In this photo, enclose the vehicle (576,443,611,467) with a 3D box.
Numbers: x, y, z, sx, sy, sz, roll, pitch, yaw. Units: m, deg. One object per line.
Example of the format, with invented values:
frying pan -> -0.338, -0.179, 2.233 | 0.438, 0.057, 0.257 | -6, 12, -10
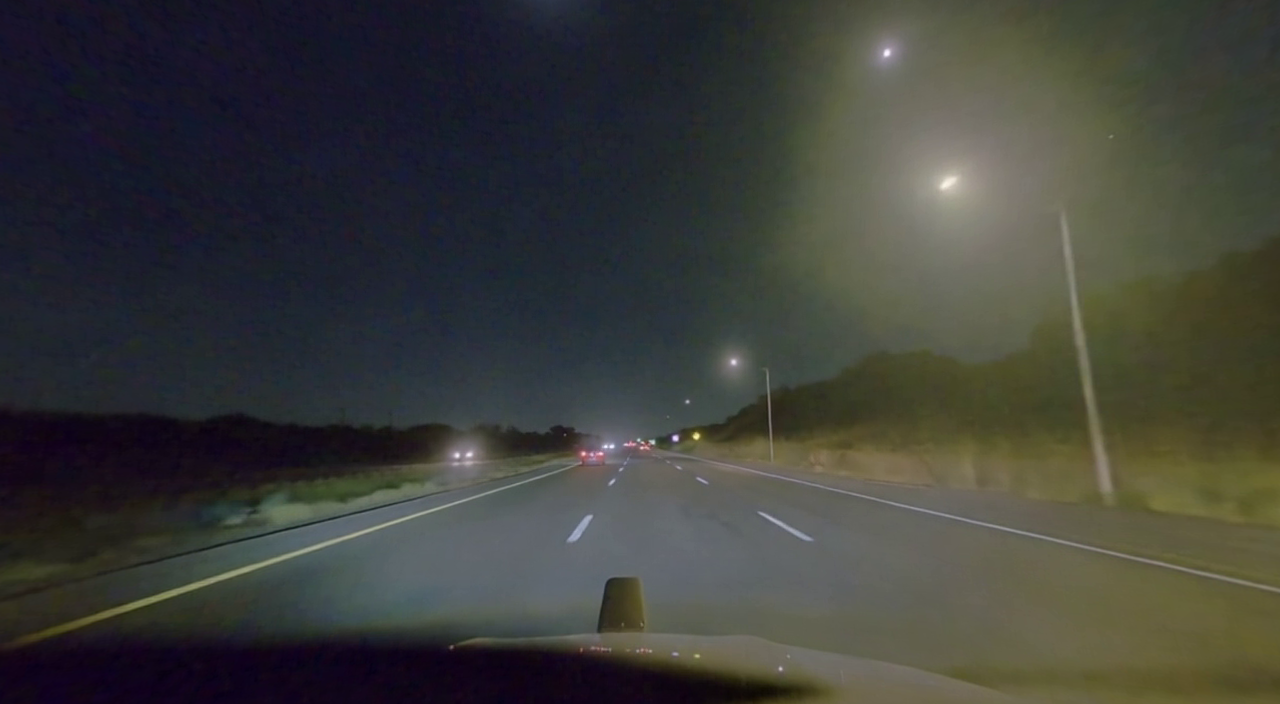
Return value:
vehicle -> -3.054, 6.900, 42.377 | 1.991, 1.475, 4.302 | 0, -8, 0
